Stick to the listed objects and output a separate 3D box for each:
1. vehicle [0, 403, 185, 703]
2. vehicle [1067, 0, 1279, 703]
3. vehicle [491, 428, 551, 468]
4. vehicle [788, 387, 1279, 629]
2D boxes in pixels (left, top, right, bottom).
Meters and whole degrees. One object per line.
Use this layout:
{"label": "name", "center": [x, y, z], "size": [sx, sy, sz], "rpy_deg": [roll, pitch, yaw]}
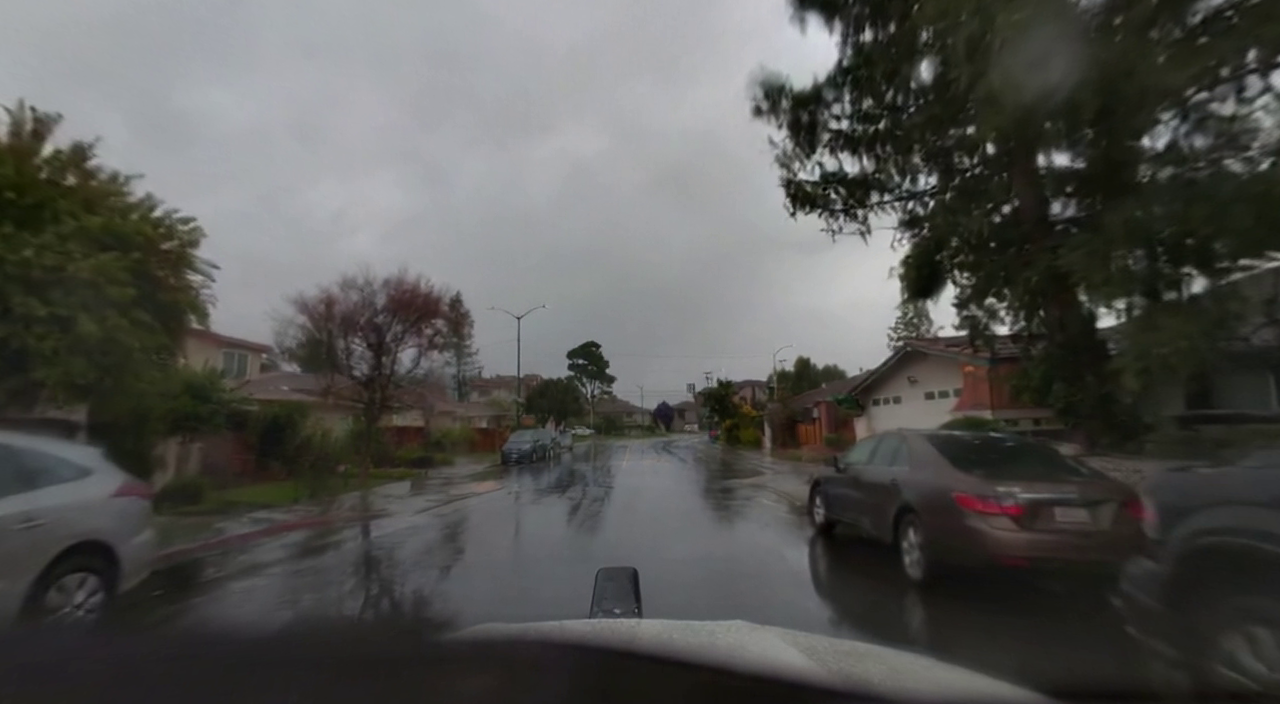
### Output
{"label": "vehicle", "center": [-4.309, 0.929, 2.328], "size": [2.034, 1.552, 4.285], "rpy_deg": [0, -8, 0]}
{"label": "vehicle", "center": [3.585, -0.052, 0.312], "size": [2.541, 3.000, 5.932], "rpy_deg": [0, -8, 1]}
{"label": "vehicle", "center": [-5.657, 4.605, 30.517], "size": [2.147, 1.780, 4.165], "rpy_deg": [0, -8, -1]}
{"label": "vehicle", "center": [3.249, 1.352, 6.613], "size": [2.073, 1.619, 4.574], "rpy_deg": [0, -8, -3]}
